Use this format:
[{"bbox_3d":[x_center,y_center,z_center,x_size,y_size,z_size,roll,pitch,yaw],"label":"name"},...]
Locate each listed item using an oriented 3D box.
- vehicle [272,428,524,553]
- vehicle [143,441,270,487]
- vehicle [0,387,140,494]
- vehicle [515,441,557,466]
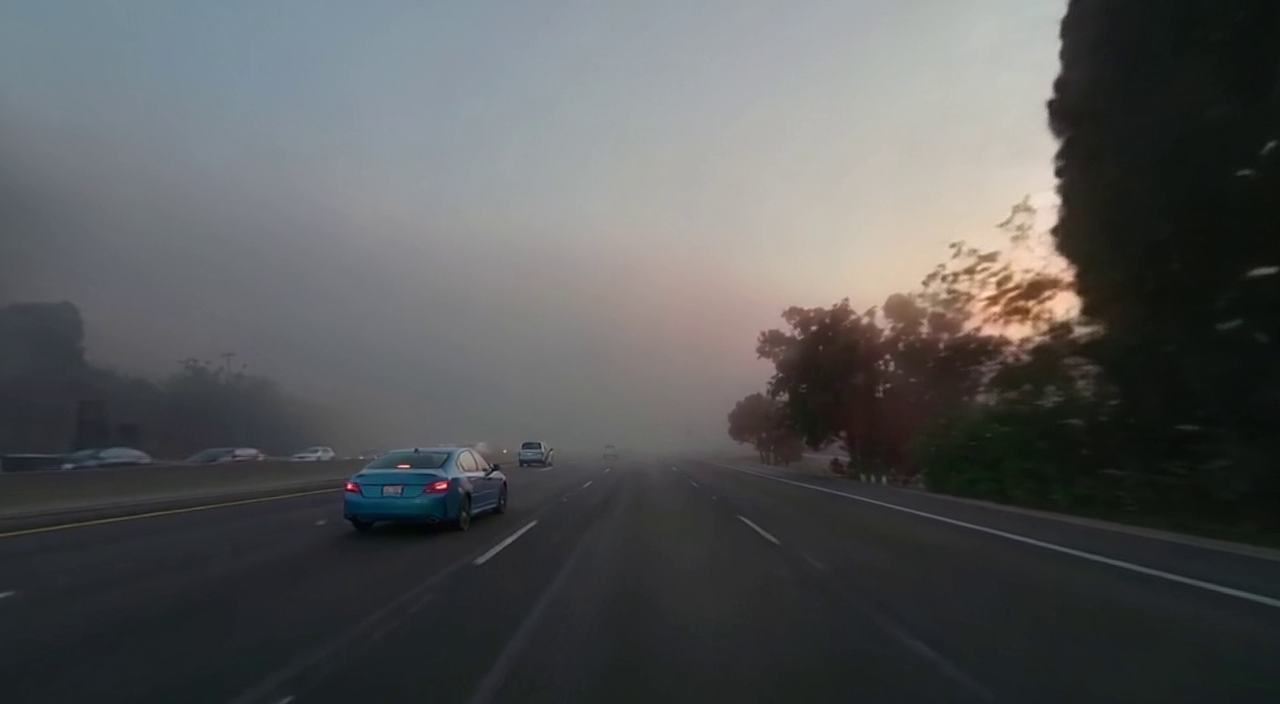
[{"bbox_3d":[-3.536,2.132,10.526,2.144,1.565,4.951,-1,-9,1],"label":"vehicle"},{"bbox_3d":[-17.140,4.431,25.253,1.924,1.626,4.359,0,-9,1],"label":"vehicle"},{"bbox_3d":[-24.755,3.385,23.982,2.925,3.853,10.259,0,-9,0],"label":"vehicle"},{"bbox_3d":[-7.234,7.105,44.209,2.118,1.675,4.395,0,-9,1],"label":"vehicle"}]
